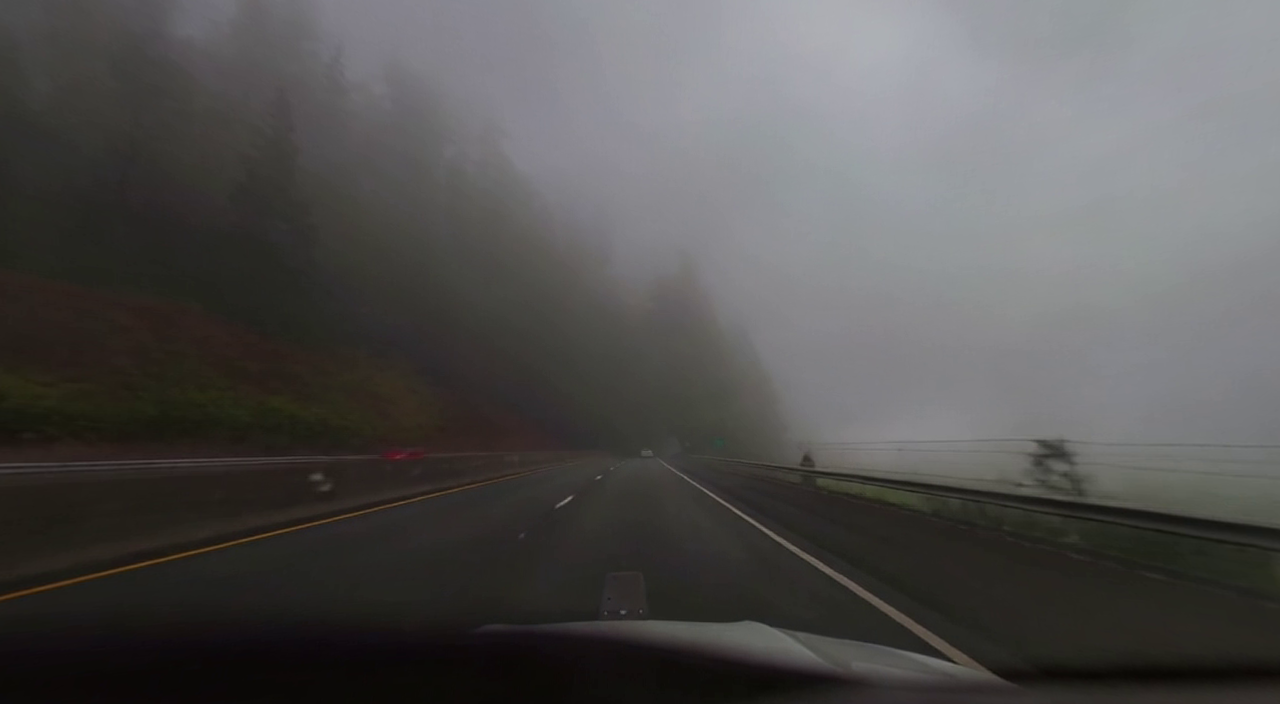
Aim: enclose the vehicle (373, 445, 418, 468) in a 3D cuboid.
[{"bbox_3d":[-15.250,6.546,39.473,1.572,1.339,3.317,0,-9,-3],"label":"vehicle"}]
